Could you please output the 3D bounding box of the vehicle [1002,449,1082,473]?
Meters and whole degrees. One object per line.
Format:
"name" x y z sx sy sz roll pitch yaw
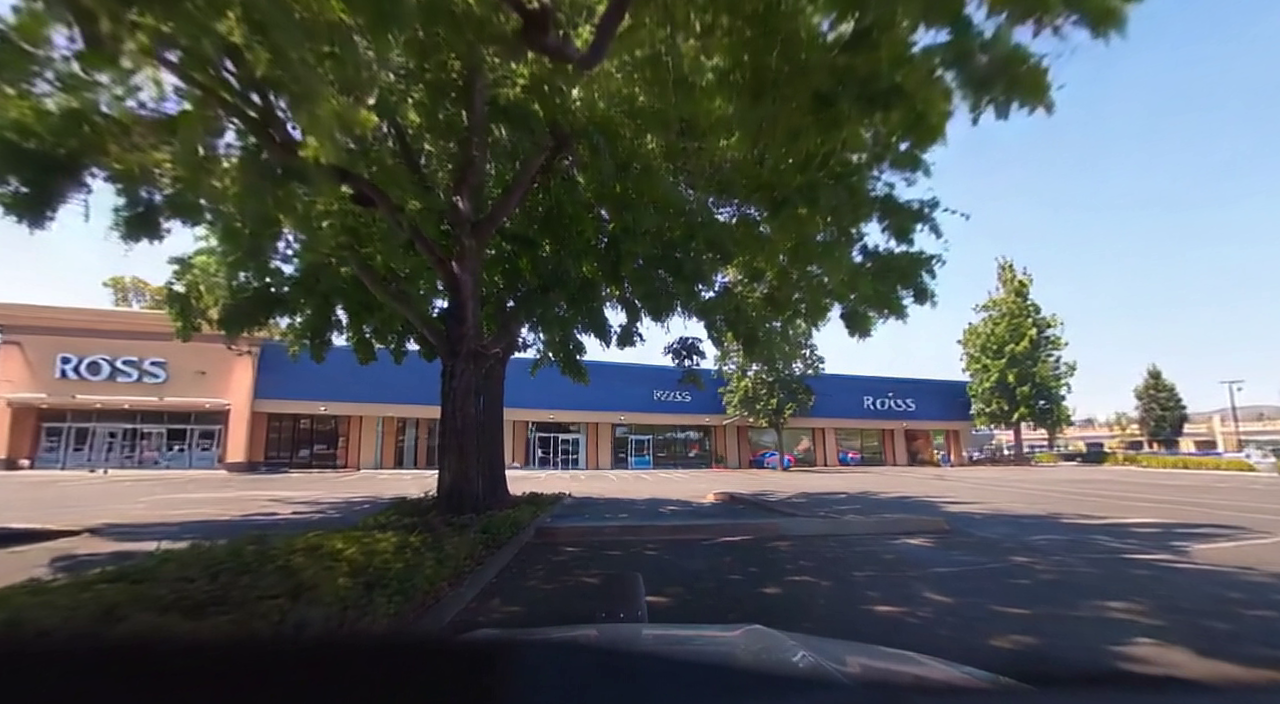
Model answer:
"vehicle" 26.843 7.276 42.373 1.845 1.463 4.399 1 -8 -12
